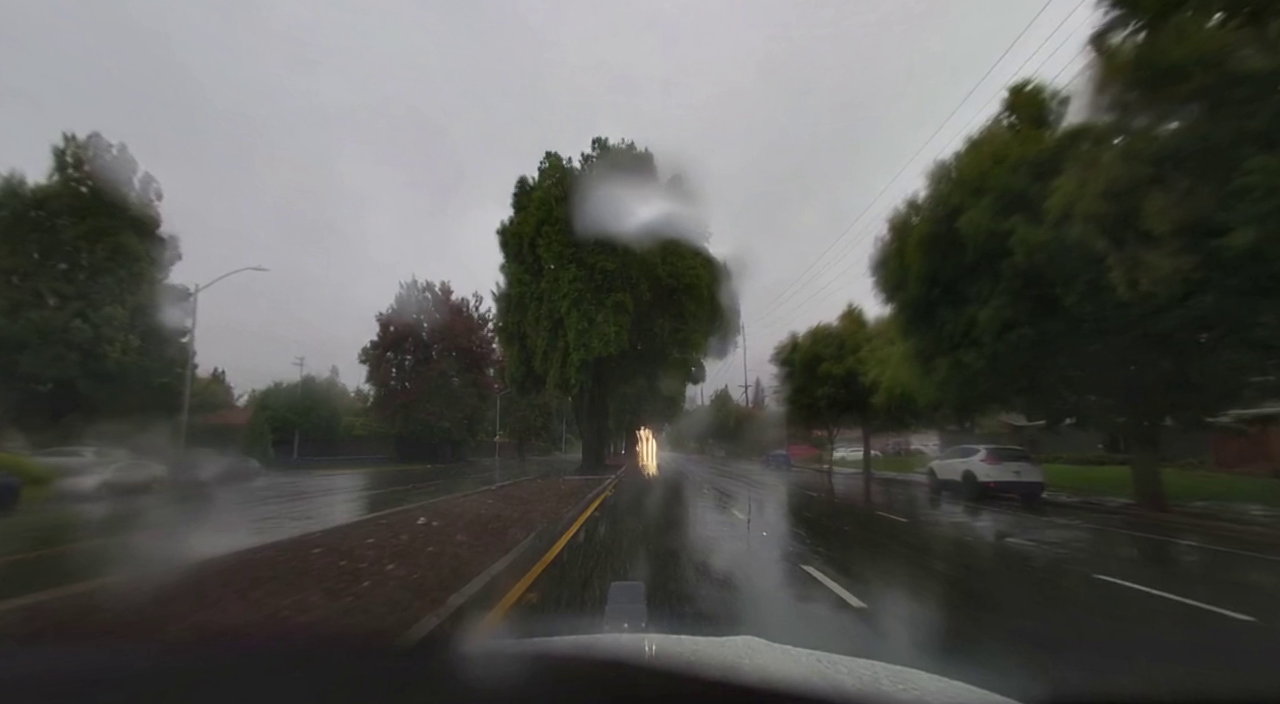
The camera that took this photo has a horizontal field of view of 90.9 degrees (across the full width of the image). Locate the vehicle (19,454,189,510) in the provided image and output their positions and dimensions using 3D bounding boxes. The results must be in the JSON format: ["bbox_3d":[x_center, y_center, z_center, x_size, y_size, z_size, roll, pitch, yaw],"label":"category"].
[{"bbox_3d":[-18.766,4.518,22.431,1.873,1.680,4.641,0,-8,1],"label":"vehicle"}]

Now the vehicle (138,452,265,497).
[{"bbox_3d":[-18.824,5.236,27.367,2.006,1.615,4.647,2,-8,2],"label":"vehicle"}]

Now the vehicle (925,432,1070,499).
[{"bbox_3d":[11.853,3.783,21.356,2.568,2.038,4.088,-1,-8,2],"label":"vehicle"}]
